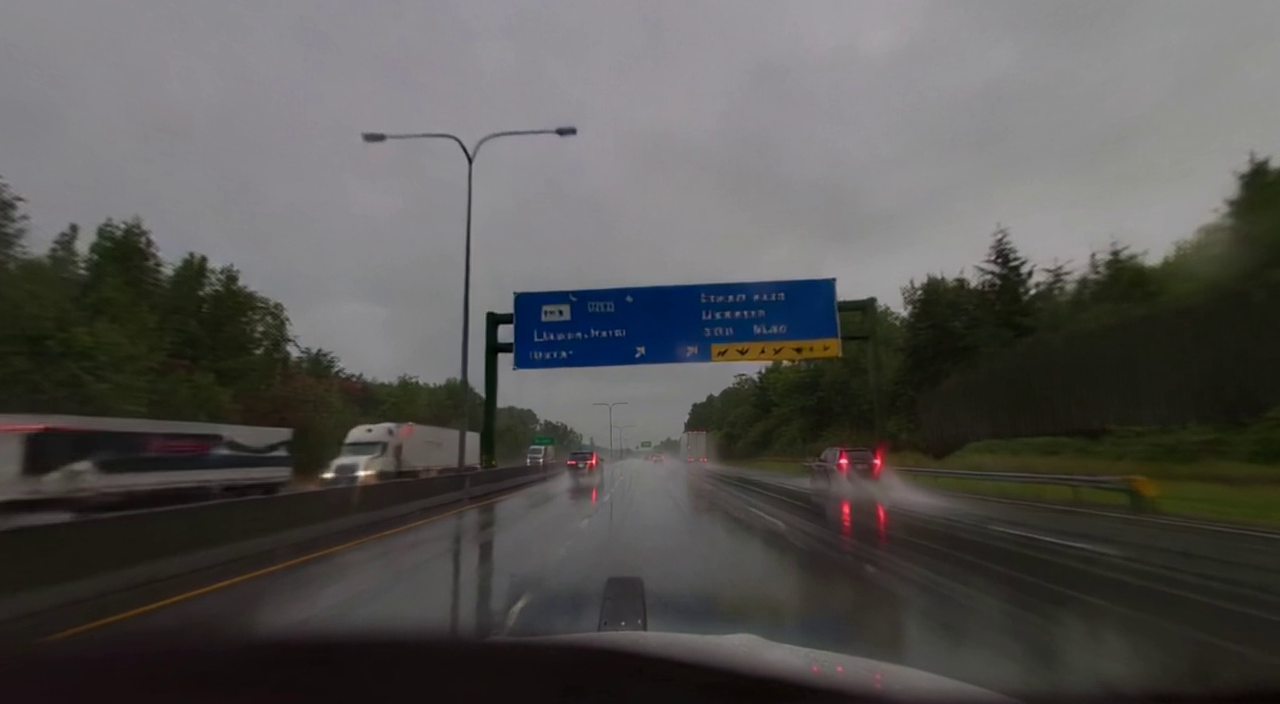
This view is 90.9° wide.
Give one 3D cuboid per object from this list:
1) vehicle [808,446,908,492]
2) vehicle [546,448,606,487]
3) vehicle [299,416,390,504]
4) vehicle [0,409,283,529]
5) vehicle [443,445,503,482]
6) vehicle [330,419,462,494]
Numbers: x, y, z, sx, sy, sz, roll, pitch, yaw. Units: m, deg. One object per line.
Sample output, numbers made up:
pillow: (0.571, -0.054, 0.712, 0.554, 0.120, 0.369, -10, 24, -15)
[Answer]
vehicle: (7.701, 4.162, 22.808, 1.943, 1.493, 4.507, 0, -9, -1)
vehicle: (-2.741, 5.104, 28.157, 2.191, 1.563, 4.318, 0, -9, 0)
vehicle: (-15.274, 5.578, 32.869, 2.923, 4.280, 3.390, 0, -9, 0)
vehicle: (-18.831, 4.494, 25.180, 2.761, 3.716, 10.785, 0, -9, 0)
vehicle: (-11.296, 7.586, 43.298, 2.334, 2.350, 6.510, 0, -9, 0)
vehicle: (-15.200, 6.765, 41.192, 2.975, 4.006, 13.924, 0, -9, 0)
